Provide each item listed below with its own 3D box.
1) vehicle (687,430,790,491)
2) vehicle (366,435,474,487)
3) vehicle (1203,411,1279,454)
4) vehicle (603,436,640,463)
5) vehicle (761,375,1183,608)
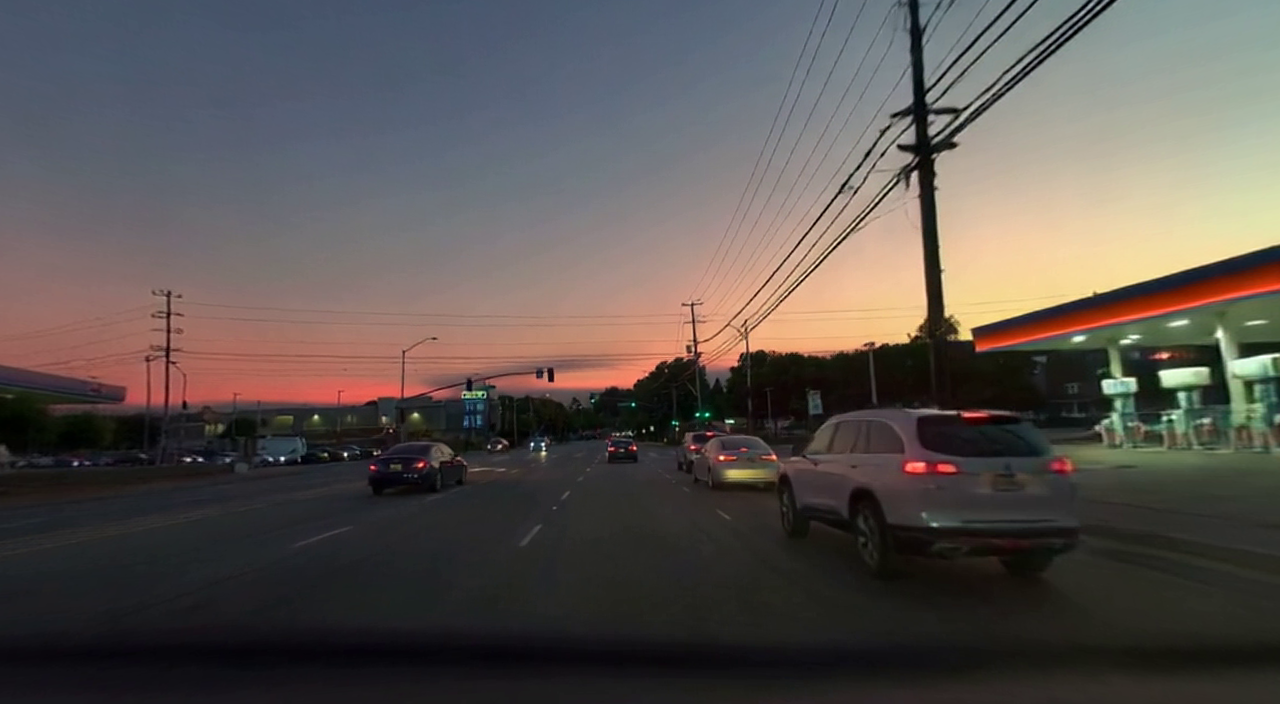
[{"bbox_3d":[2.593,2.991,17.780,1.945,1.470,4.363,0,-8,-4],"label":"vehicle"},{"bbox_3d":[-6.917,3.452,20.404,2.075,1.470,4.190,0,-8,-1],"label":"vehicle"},{"bbox_3d":[24.252,3.083,24.038,1.850,1.549,3.930,0,-9,-3],"label":"vehicle"},{"bbox_3d":[-1.137,5.742,37.478,2.065,1.484,3.894,0,-8,-2],"label":"vehicle"},{"bbox_3d":[3.131,1.452,7.573,2.124,1.824,4.973,0,-8,-3],"label":"vehicle"}]
